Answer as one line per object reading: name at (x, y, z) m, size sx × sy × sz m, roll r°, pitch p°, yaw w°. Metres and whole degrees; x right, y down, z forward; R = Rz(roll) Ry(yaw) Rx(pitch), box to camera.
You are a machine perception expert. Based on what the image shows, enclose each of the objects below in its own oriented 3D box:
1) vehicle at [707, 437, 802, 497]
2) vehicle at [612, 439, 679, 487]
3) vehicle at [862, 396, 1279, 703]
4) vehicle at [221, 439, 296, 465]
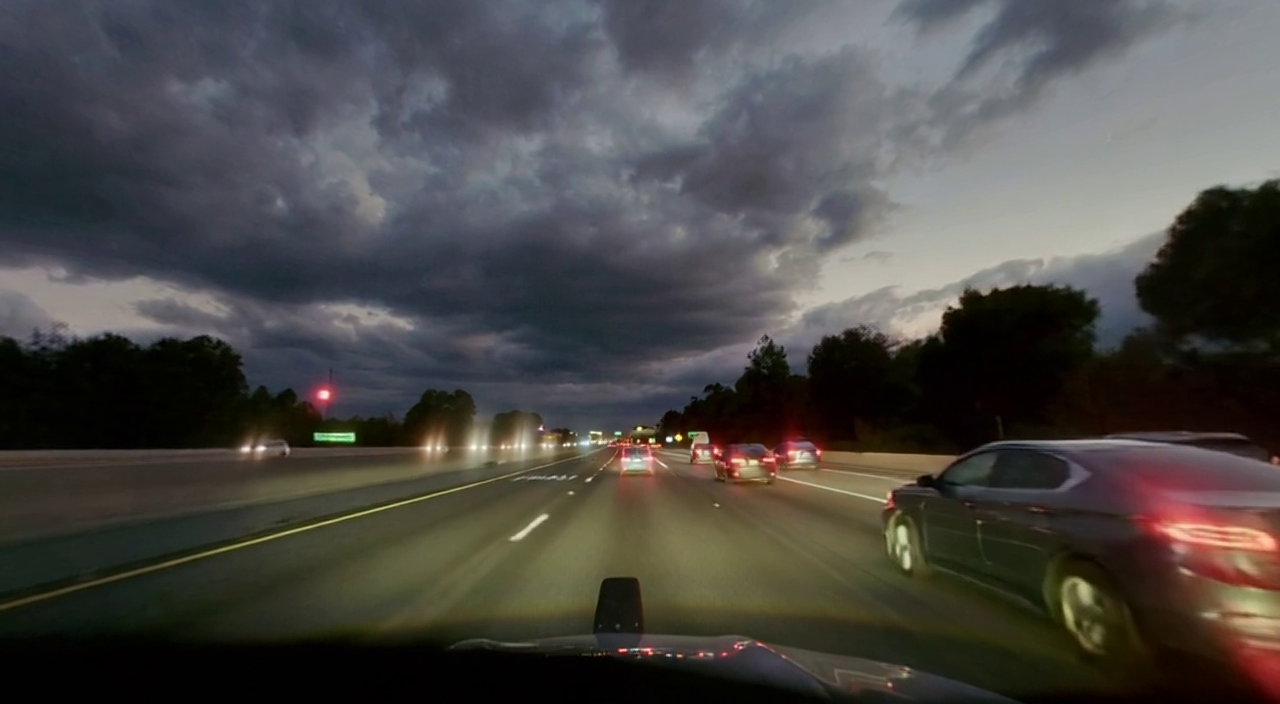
vehicle at (3.176, 3.277, 18.394) m, size 1.856 × 1.517 × 4.198 m, roll 0°, pitch -9°, yaw -2°
vehicle at (0.118, 3.798, 21.916) m, size 2.098 × 1.475 × 3.997 m, roll 0°, pitch -9°, yaw -1°
vehicle at (3.411, 1.223, 4.372) m, size 1.993 × 1.504 × 4.781 m, roll 0°, pitch -9°, yaw 0°
vehicle at (-25.931, 6.808, 43.197) m, size 2.105 × 1.666 × 4.914 m, roll 0°, pitch -9°, yaw 0°
